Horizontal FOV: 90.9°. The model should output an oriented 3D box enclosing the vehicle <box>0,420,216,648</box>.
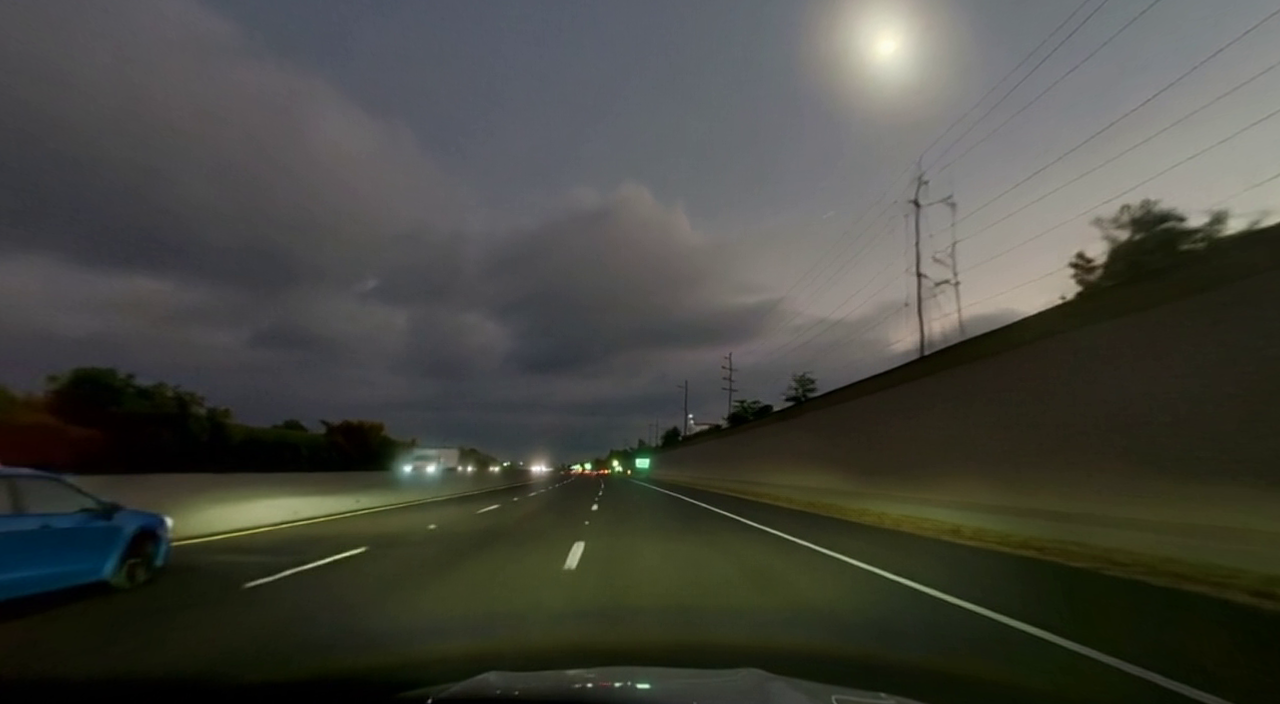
[{"bbox_3d":[-5.953,1.401,4.943,2.194,1.704,4.421,1,-10,-2],"label":"vehicle"}]
